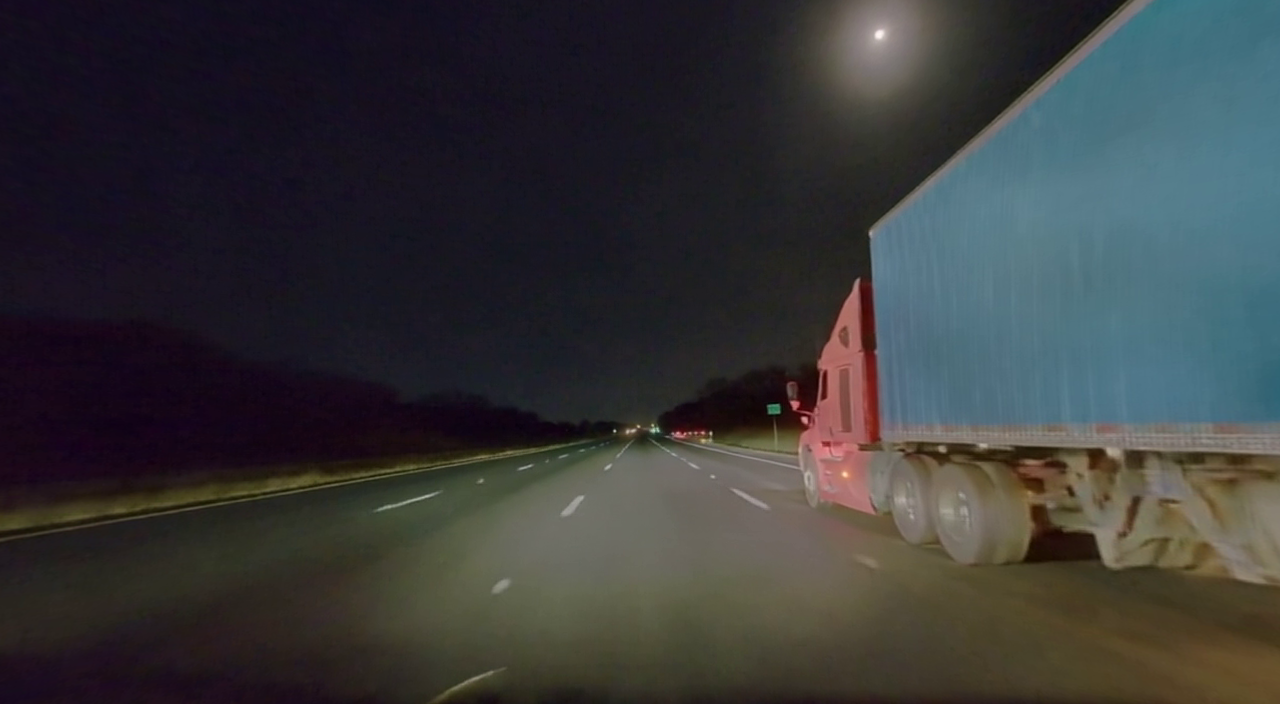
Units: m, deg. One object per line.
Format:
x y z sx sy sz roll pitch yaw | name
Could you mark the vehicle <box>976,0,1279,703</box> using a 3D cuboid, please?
4.179 -0.497 1.766 3.049 3.826 6.146 -1 -8 2 | vehicle
